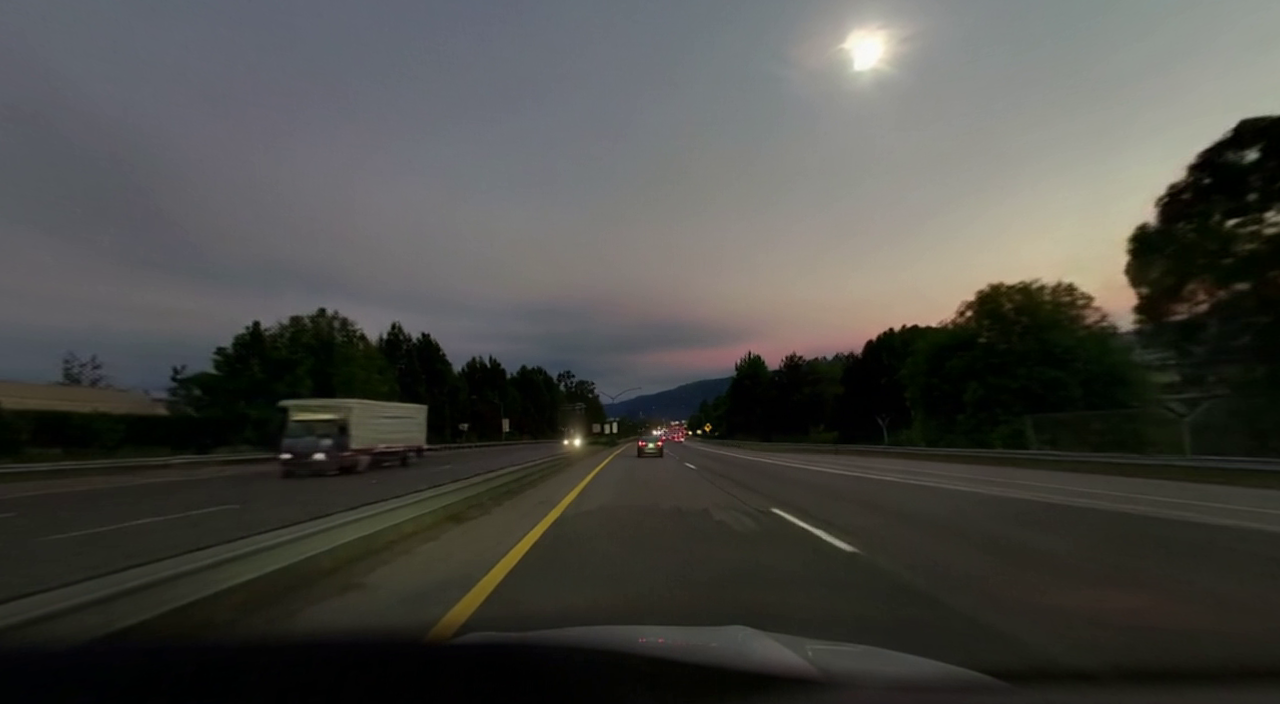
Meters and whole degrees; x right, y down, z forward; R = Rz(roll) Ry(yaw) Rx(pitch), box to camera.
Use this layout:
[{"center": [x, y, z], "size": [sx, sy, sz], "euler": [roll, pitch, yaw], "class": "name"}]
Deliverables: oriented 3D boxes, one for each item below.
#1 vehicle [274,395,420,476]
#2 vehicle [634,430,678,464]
[{"center": [-12.363, 3.667, 27.487], "size": [2.775, 3.035, 7.299], "euler": [0, -8, 0], "class": "vehicle"}, {"center": [0.713, 4.640, 30.851], "size": [2.046, 1.526, 3.903], "euler": [0, -8, 0], "class": "vehicle"}]
